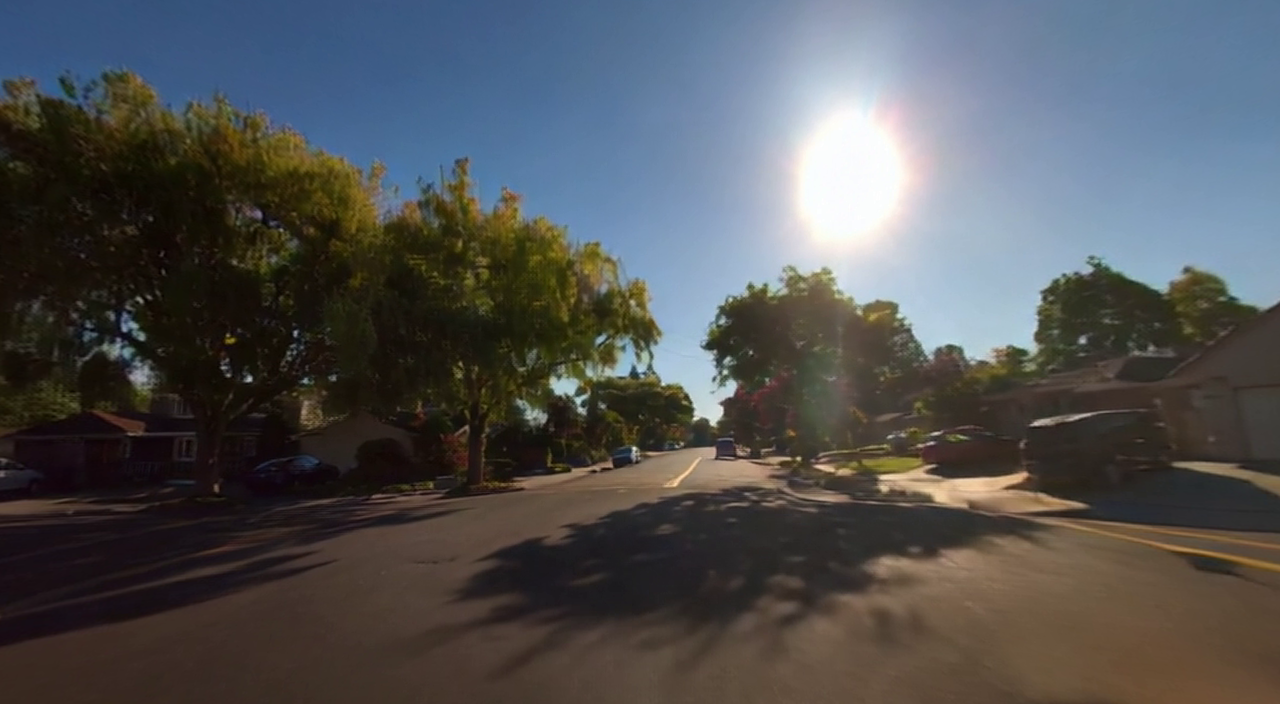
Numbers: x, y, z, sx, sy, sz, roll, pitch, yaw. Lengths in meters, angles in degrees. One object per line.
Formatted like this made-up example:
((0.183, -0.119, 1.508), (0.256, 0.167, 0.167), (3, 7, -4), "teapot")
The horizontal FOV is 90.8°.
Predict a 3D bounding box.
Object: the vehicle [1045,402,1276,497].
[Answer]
((12.620, 2.451, 16.010), (2.333, 1.933, 5.662), (-2, -9, 16), "vehicle")

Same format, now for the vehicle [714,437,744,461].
((6.683, 7.303, 47.523), (2.116, 1.711, 4.155), (-1, -9, 8), "vehicle")

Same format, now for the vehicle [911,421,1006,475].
((12.056, 3.684, 24.276), (2.130, 1.836, 4.464), (-2, -9, 13), "vehicle")

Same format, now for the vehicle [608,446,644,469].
((-0.985, 7.736, 46.551), (2.075, 1.551, 4.074), (-1, -9, 6), "vehicle")

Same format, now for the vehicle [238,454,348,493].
((-15.425, 5.385, 28.399), (1.917, 1.499, 4.569), (-1, -9, 8), "vehicle")

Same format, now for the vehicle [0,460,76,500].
((-28.989, 5.841, 28.980), (1.978, 1.666, 4.230), (-1, -9, 8), "vehicle")
